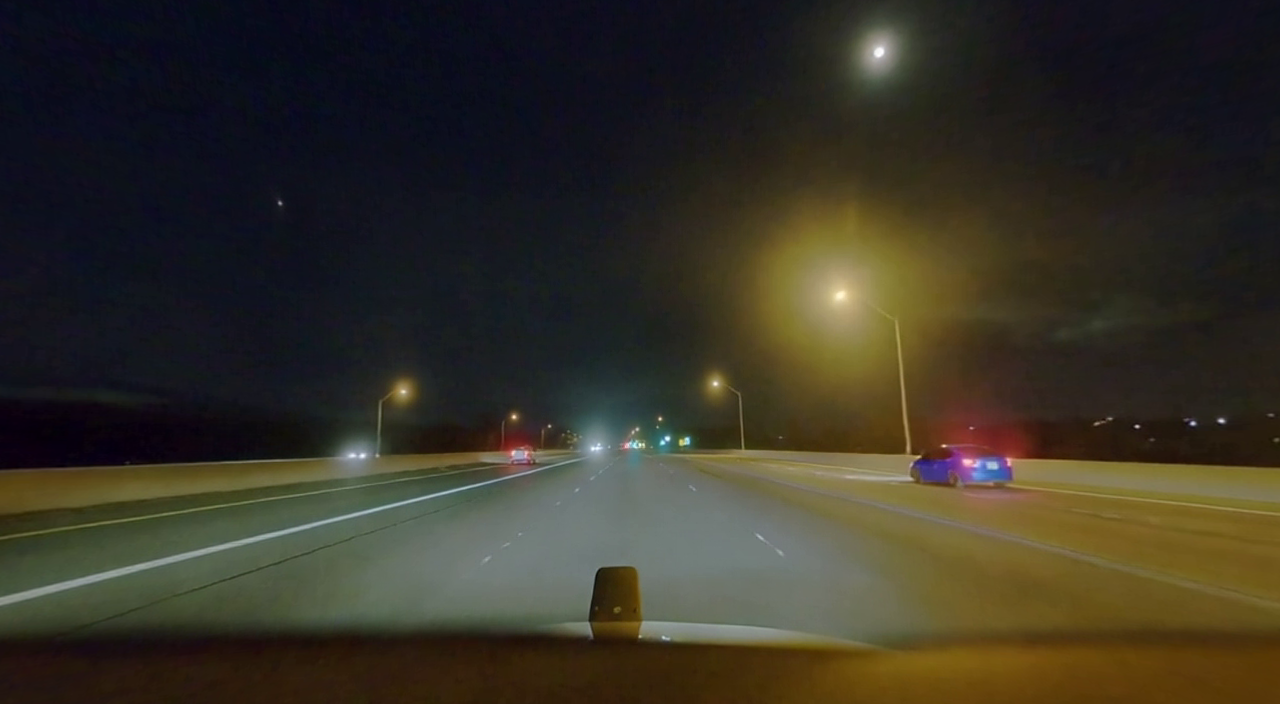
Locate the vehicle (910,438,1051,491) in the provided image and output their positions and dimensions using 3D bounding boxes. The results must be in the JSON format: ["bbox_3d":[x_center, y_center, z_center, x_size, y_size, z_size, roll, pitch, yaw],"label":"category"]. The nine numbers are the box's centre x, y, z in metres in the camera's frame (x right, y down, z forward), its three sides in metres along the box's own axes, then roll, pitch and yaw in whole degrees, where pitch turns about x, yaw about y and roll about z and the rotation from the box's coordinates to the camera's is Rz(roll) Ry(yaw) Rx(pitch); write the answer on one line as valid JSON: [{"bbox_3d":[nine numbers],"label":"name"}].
[{"bbox_3d":[10.780,3.573,20.473,1.985,1.493,4.486,0,-8,-1],"label":"vehicle"}]
